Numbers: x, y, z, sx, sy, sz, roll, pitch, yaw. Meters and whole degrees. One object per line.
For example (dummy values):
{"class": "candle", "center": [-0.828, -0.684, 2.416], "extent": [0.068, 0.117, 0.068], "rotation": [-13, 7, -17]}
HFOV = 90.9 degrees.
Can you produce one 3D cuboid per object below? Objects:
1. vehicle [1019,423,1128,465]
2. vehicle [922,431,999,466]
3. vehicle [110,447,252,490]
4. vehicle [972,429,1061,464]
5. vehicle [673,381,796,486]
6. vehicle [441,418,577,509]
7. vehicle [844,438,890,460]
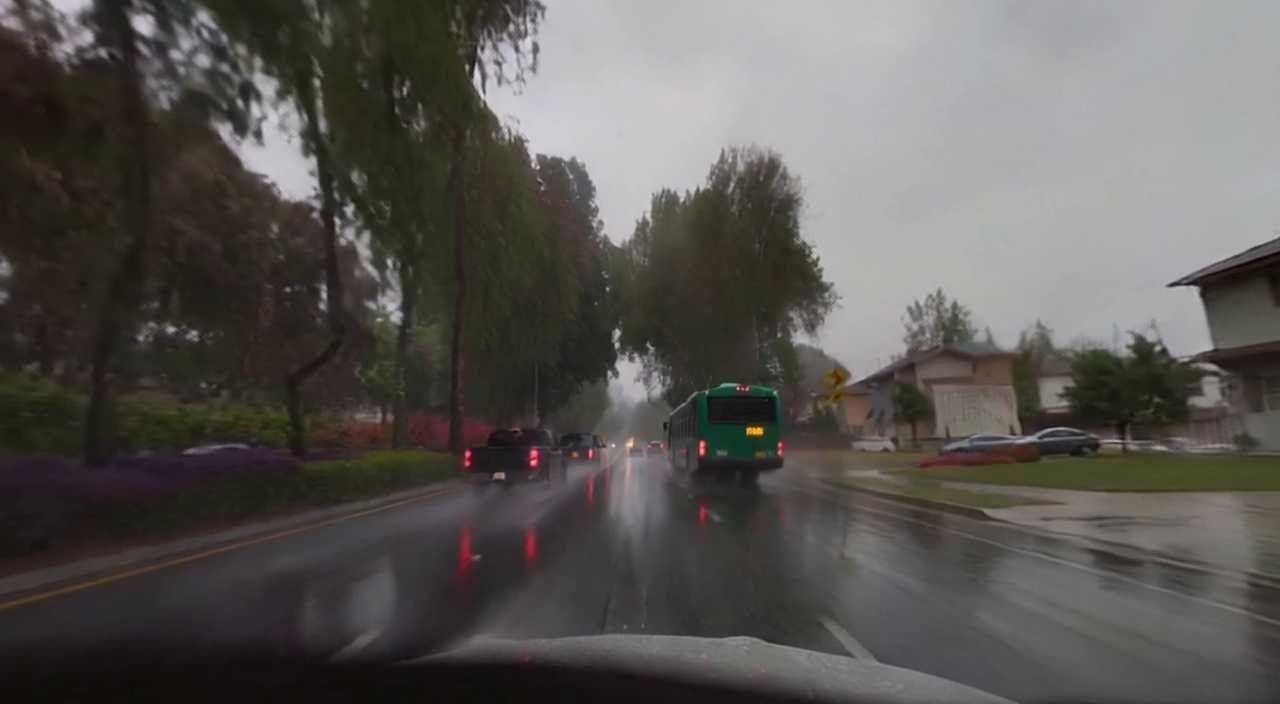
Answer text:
{"class": "vehicle", "center": [21.802, 4.662, 32.016], "extent": [2.152, 1.945, 4.827], "rotation": [0, -8, 2]}
{"class": "vehicle", "center": [16.523, 4.997, 32.727], "extent": [1.972, 1.648, 4.016], "rotation": [0, -8, 2]}
{"class": "vehicle", "center": [-17.570, 4.454, 24.488], "extent": [1.854, 1.489, 4.820], "rotation": [0, -8, 0]}
{"class": "vehicle", "center": [19.122, 4.827, 32.248], "extent": [2.062, 1.683, 4.209], "rotation": [0, -8, 2]}
{"class": "vehicle", "center": [3.269, 3.469, 26.009], "extent": [3.059, 3.264, 12.623], "rotation": [0, -8, 0]}
{"class": "vehicle", "center": [-2.972, 2.693, 15.673], "extent": [2.074, 1.849, 5.137], "rotation": [0, -8, 2]}
{"class": "vehicle", "center": [16.201, 6.956, 45.123], "extent": [1.797, 1.455, 4.342], "rotation": [-2, -9, 2]}
